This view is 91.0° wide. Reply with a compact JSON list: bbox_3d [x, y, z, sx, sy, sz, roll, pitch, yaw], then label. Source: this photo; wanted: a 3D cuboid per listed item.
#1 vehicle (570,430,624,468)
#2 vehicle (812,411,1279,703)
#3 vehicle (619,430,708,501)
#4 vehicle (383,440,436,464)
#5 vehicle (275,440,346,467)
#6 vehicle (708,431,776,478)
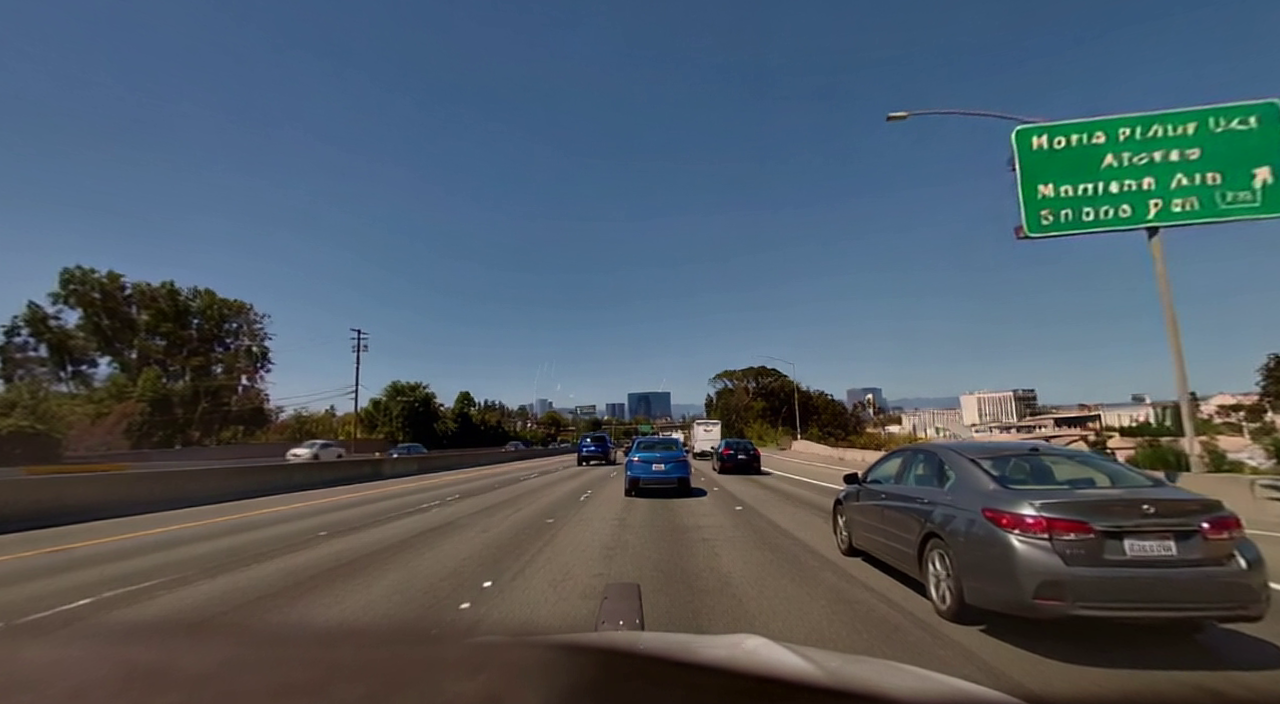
[{"bbox_3d":[-2.334,5.493,35.617,2.434,1.965,5.305,0,-9,3],"label":"vehicle"},{"bbox_3d":[3.154,1.400,5.487,2.009,1.489,4.559,0,-9,0],"label":"vehicle"},{"bbox_3d":[0.611,2.929,16.557,2.074,1.614,3.803,0,-9,2],"label":"vehicle"},{"bbox_3d":[-17.229,7.510,47.302,1.925,1.677,4.495,-1,-9,5],"label":"vehicle"},{"bbox_3d":[-21.816,6.752,41.914,2.009,1.685,4.453,-1,-9,4],"label":"vehicle"},{"bbox_3d":[3.942,4.061,24.996,2.076,1.684,4.241,0,-9,1],"label":"vehicle"}]
